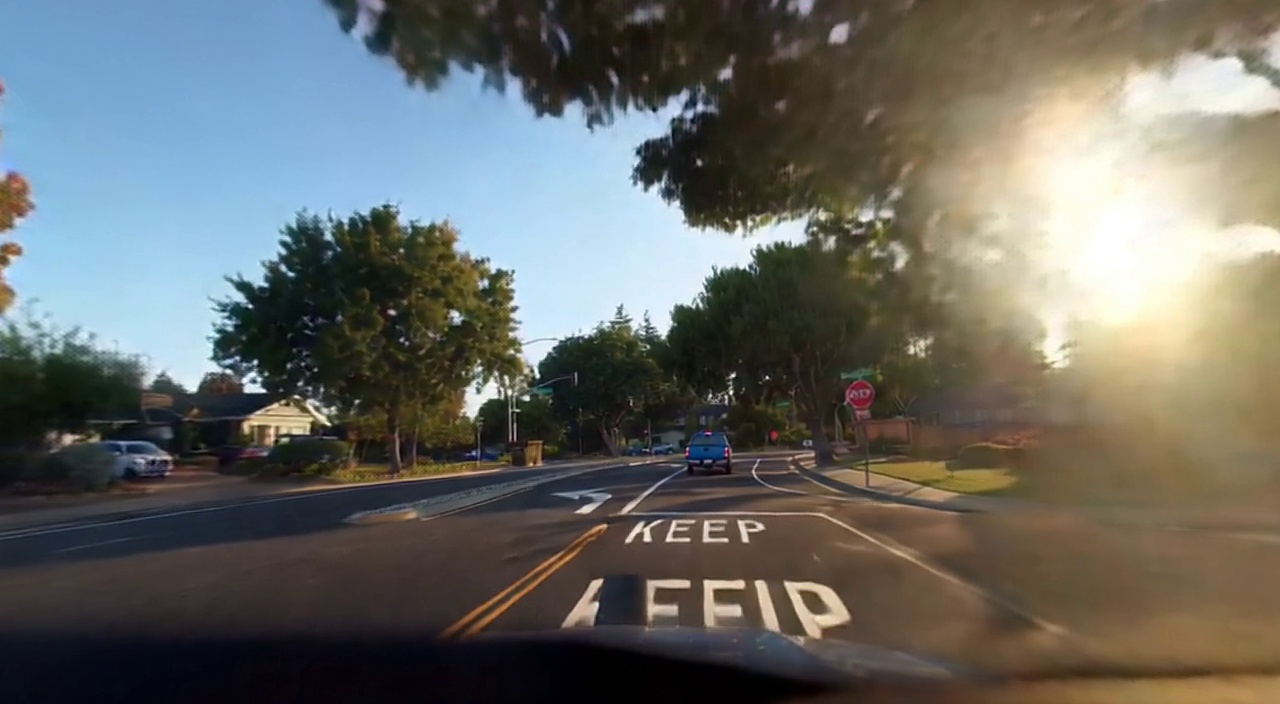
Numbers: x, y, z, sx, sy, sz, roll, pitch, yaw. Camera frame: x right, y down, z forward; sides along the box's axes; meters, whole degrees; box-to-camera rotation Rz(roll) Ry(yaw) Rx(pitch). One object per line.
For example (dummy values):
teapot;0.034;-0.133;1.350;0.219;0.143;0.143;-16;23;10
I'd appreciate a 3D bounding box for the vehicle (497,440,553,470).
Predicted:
vehicle;-7.836;7.031;43.535;2.053;1.822;4.852;-3;-7;12

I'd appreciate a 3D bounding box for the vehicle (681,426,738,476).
vehicle;3.093;4.260;27.325;2.153;1.942;4.767;-2;-9;9

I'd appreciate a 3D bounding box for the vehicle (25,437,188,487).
vehicle;-19.472;4.018;23.205;4.168;1.735;1.925;0;-9;0

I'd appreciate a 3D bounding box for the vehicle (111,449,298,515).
vehicle;-12.185;3.618;18.143;1.873;1.508;4.483;-2;-7;6
